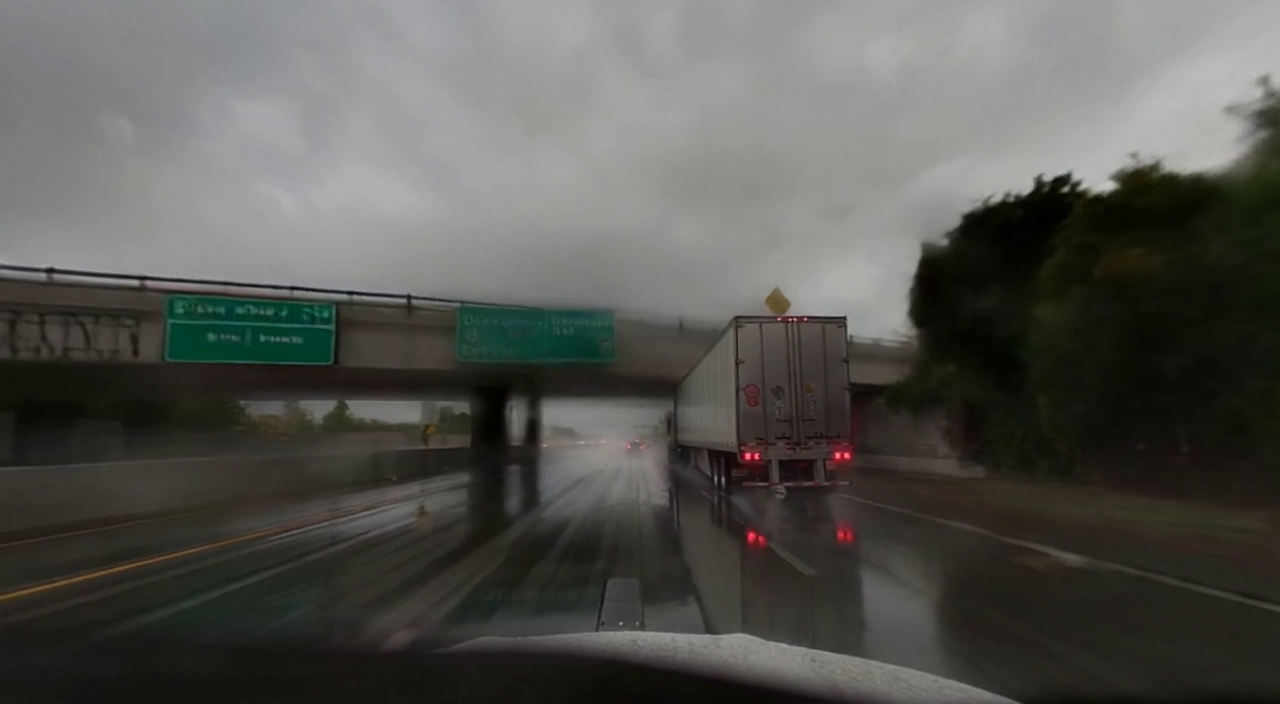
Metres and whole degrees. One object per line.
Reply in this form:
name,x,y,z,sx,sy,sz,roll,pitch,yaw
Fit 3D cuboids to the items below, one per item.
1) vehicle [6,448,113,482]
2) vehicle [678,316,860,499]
vehicle,-25.331,4.902,27.717,1.508,1.352,3.304,-1,-8,0
vehicle,3.379,2.465,22.499,2.743,4.160,16.408,0,-9,-1
